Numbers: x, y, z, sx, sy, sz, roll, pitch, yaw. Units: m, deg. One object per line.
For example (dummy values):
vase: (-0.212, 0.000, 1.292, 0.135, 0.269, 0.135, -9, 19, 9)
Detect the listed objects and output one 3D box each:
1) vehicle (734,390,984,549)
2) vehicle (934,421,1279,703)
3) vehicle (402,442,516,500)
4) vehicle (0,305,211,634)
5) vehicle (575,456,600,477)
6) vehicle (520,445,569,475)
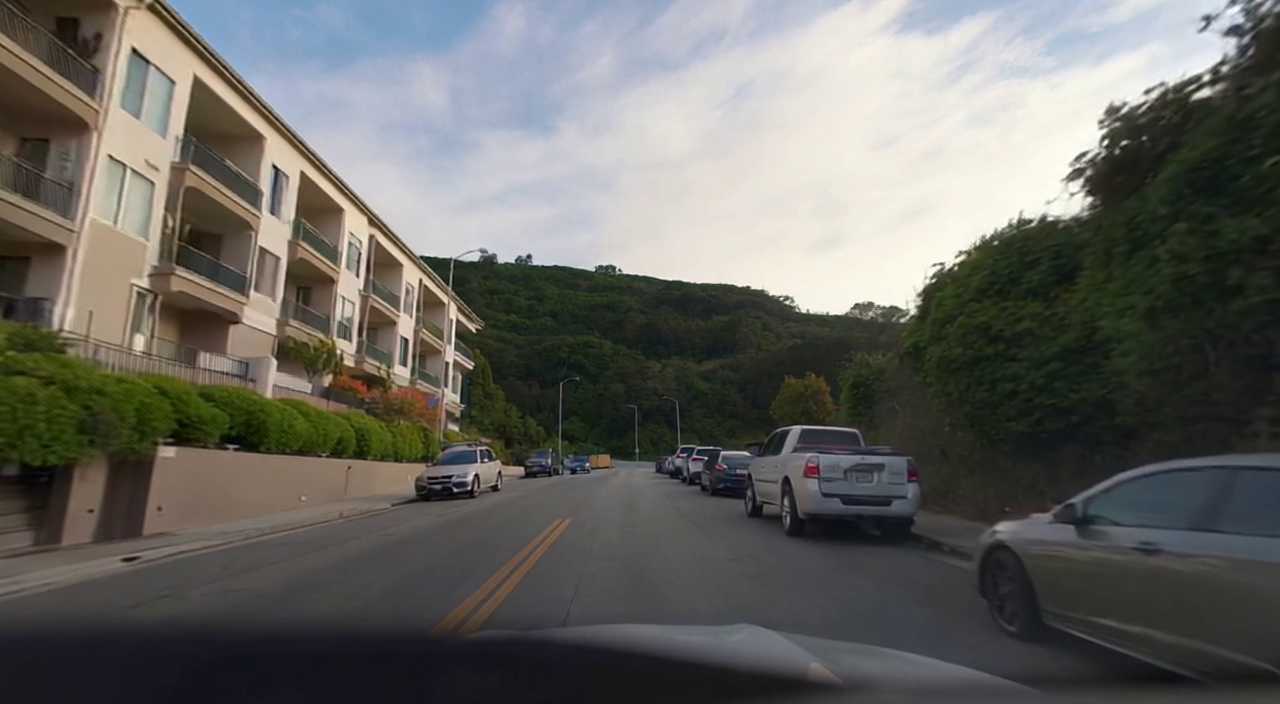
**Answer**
vehicle: (3.436, 2.028, 11.458, 2.482, 2.184, 5.383, 0, -9, -1)
vehicle: (3.582, 1.115, 3.025, 1.866, 1.510, 4.615, 1, -9, -4)
vehicle: (-6.366, 4.258, 23.046, 2.374, 1.843, 5.638, 0, -9, 1)
vehicle: (-6.179, 1.071, 5.944, 1.944, 2.626, 3.160, 0, -8, -2)
vehicle: (-4.047, 8.996, 49.098, 1.856, 1.474, 4.522, 1, -12, -3)
vehicle: (-6.672, 7.741, 44.805, 2.692, 1.949, 5.948, 0, -11, -1)
